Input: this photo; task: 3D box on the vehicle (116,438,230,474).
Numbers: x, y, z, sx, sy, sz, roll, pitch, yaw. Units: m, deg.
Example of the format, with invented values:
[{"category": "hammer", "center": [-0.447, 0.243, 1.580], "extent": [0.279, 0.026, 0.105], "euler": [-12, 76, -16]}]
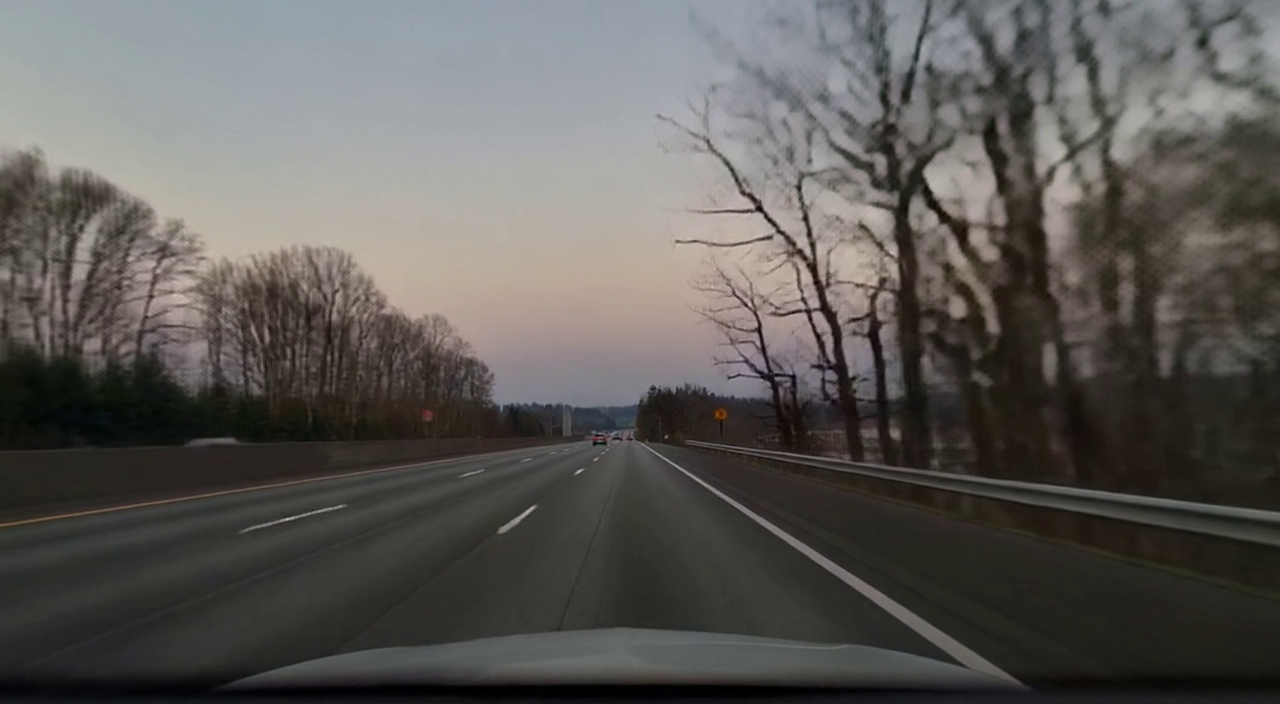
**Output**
[{"category": "vehicle", "center": [-21.395, 4.742, 29.088], "extent": [1.830, 1.520, 4.609], "euler": [0, -8, -1]}]
